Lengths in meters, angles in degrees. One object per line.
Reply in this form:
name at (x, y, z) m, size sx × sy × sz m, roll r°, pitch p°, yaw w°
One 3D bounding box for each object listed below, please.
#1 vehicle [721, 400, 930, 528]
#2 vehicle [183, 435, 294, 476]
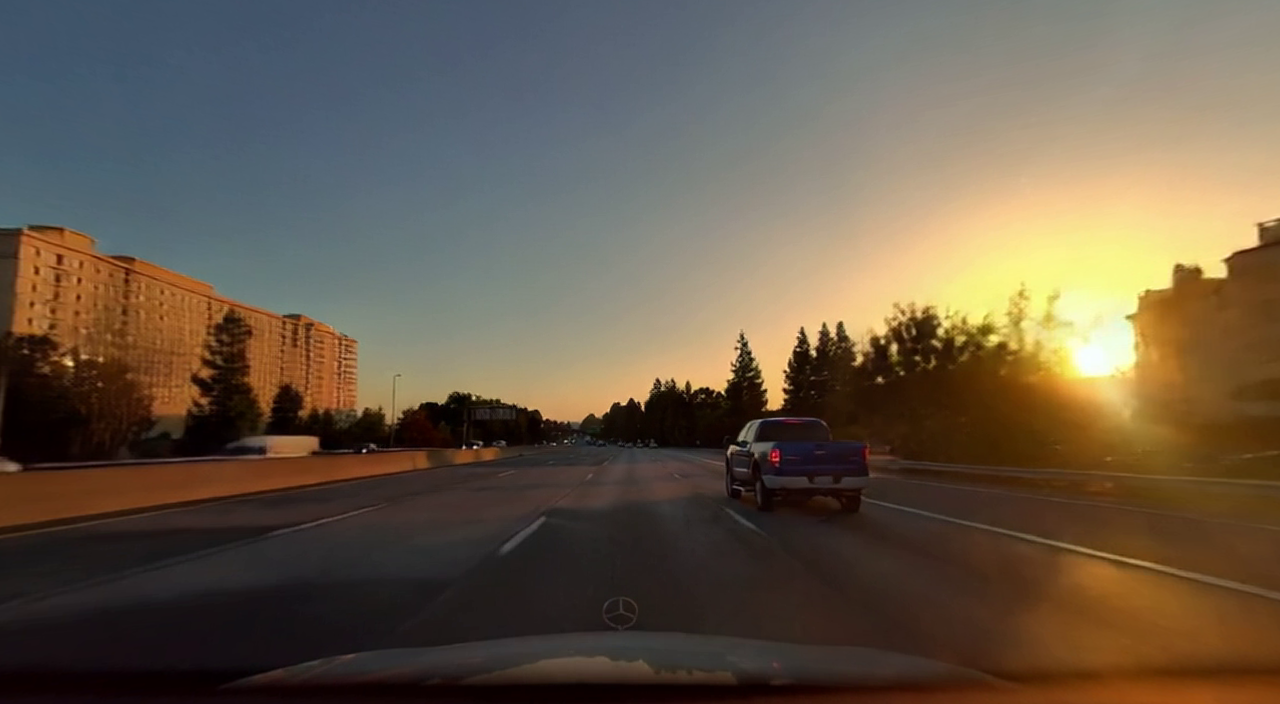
vehicle at (3.197, 2.092, 12.273) m, size 2.462 × 1.984 × 4.718 m, roll 0°, pitch -9°, yaw -2°
vehicle at (-19.149, 4.968, 30.501) m, size 2.101 × 1.768 × 4.942 m, roll 0°, pitch -9°, yaw 0°
